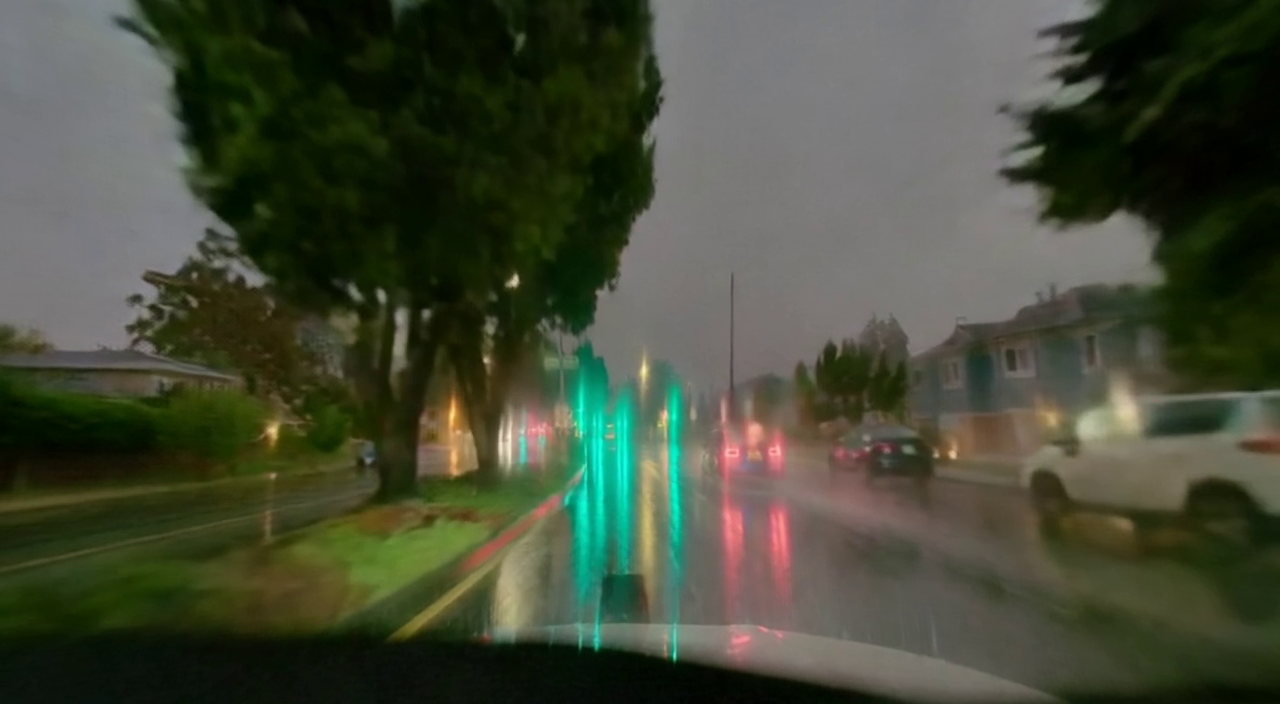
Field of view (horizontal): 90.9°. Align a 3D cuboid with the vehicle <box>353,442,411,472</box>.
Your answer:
[{"bbox_3d":[-15.099,6.151,37.161,1.949,1.642,4.376,0,-8,-6],"label":"vehicle"}]

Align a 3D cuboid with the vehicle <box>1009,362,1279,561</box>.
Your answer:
[{"bbox_3d":[7.039,1.275,7.663,2.065,1.861,4.704,0,-8,-2],"label":"vehicle"}]

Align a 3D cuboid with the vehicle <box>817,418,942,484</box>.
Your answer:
[{"bbox_3d":[6.648,2.809,18.058,2.008,1.614,4.369,-1,-8,3],"label":"vehicle"}]

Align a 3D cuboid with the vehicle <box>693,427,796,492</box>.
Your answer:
[{"bbox_3d":[2.640,2.844,17.005,1.960,1.479,4.086,0,-8,-2],"label":"vehicle"}]
